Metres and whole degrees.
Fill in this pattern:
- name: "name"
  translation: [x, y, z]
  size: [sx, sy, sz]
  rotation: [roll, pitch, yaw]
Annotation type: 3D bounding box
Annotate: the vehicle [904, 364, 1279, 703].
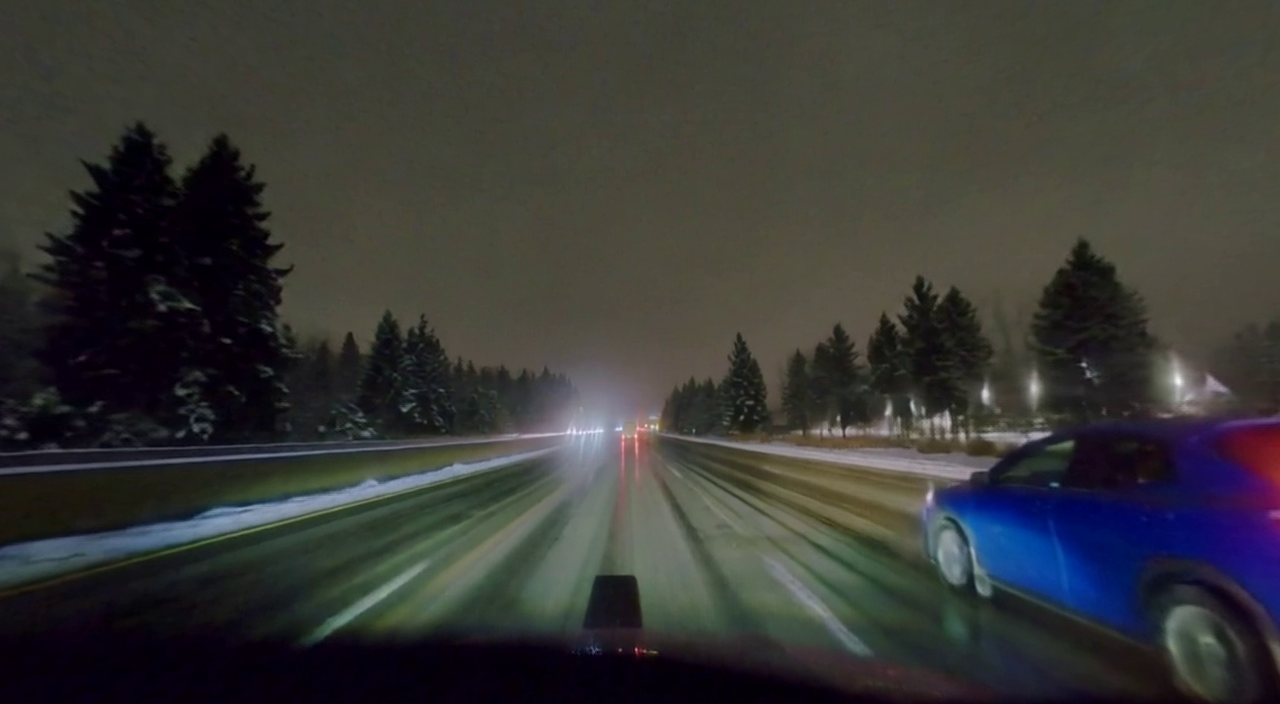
- name: "vehicle"
  translation: [3.442, 1.011, 3.723]
  size: [1.973, 1.563, 3.959]
  rotation: [0, -8, -1]
